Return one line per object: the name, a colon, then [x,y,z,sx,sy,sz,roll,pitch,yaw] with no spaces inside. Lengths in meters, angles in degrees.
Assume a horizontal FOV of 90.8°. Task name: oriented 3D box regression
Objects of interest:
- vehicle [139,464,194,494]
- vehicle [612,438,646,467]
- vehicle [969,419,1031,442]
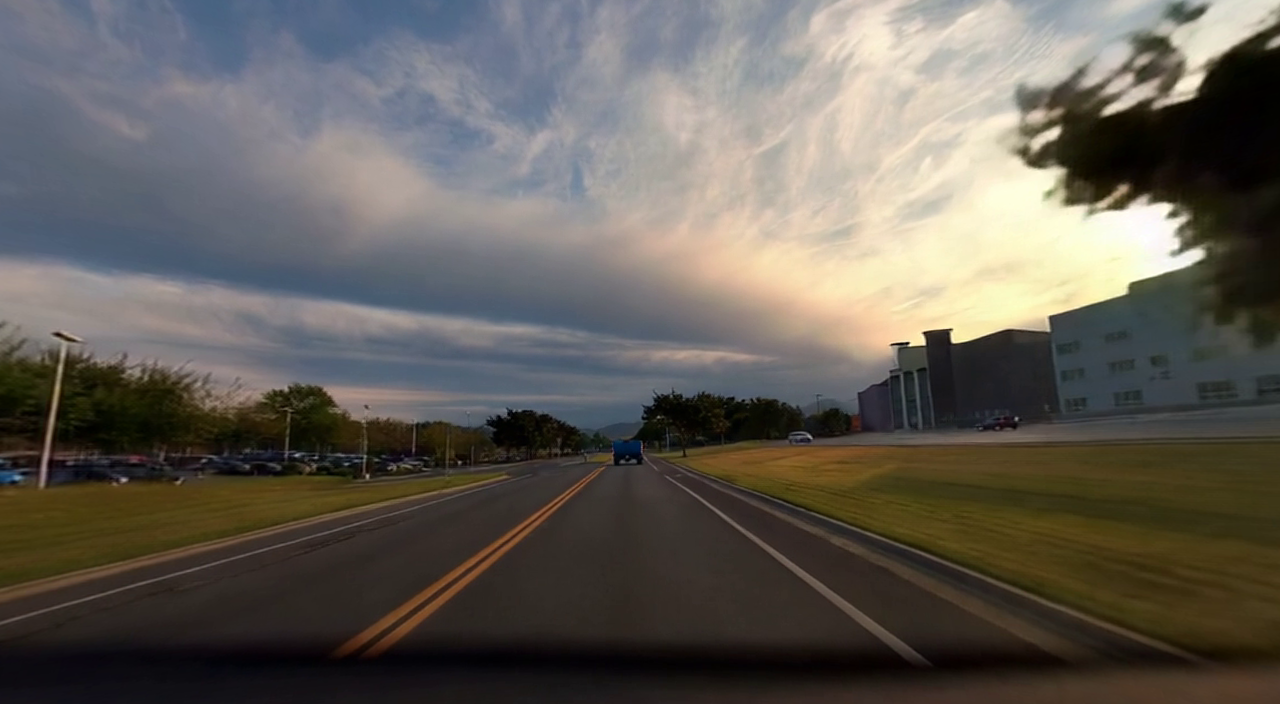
vehicle: [-27.358,7.270,36.438,1.896,1.481,4.448,8,-11,-42]
vehicle: [-0.889,7.855,49.593,2.556,2.063,5.578,0,-8,-1]
vehicle: [25.448,5.612,44.784,1.816,1.517,3.920,1,-8,-6]
